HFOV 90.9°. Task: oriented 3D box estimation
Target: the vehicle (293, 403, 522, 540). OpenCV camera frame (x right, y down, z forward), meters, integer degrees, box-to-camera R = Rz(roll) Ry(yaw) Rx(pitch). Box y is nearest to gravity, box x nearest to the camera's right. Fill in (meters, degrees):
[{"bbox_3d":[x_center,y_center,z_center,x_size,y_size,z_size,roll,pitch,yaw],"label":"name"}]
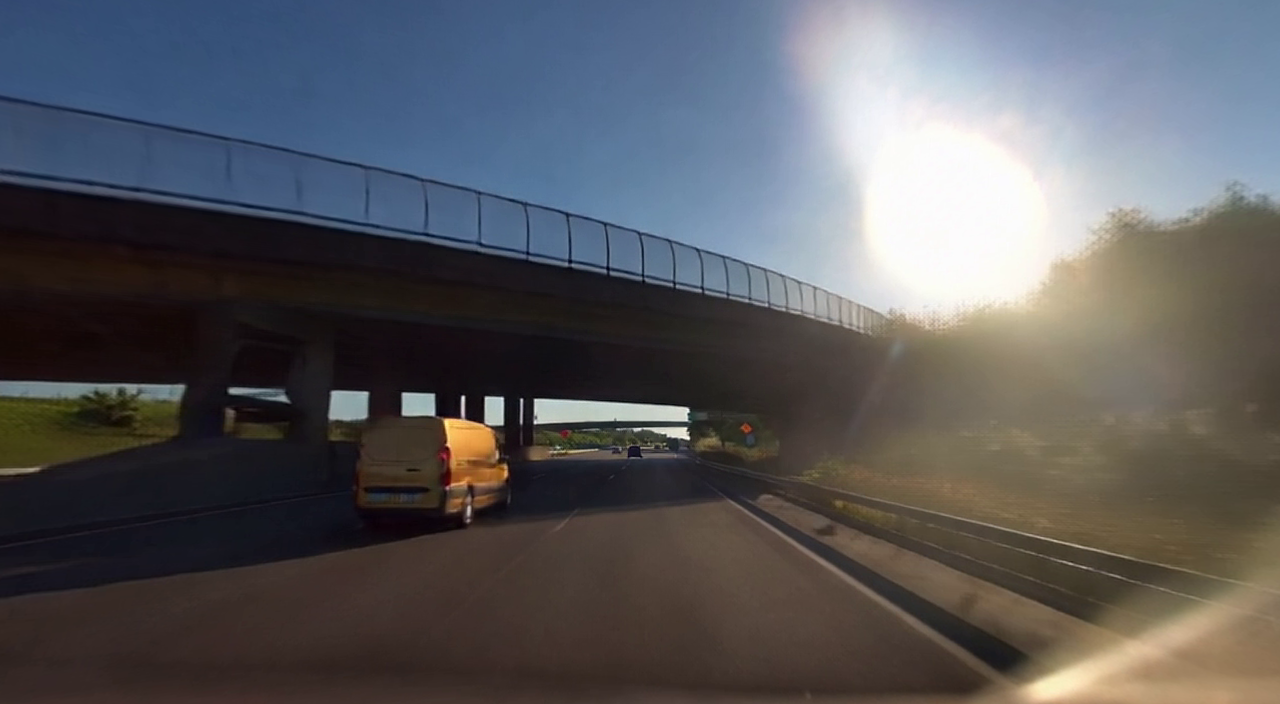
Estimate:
[{"bbox_3d":[-3.795,2.104,11.564,2.167,1.929,5.037,0,-9,1],"label":"vehicle"}]
